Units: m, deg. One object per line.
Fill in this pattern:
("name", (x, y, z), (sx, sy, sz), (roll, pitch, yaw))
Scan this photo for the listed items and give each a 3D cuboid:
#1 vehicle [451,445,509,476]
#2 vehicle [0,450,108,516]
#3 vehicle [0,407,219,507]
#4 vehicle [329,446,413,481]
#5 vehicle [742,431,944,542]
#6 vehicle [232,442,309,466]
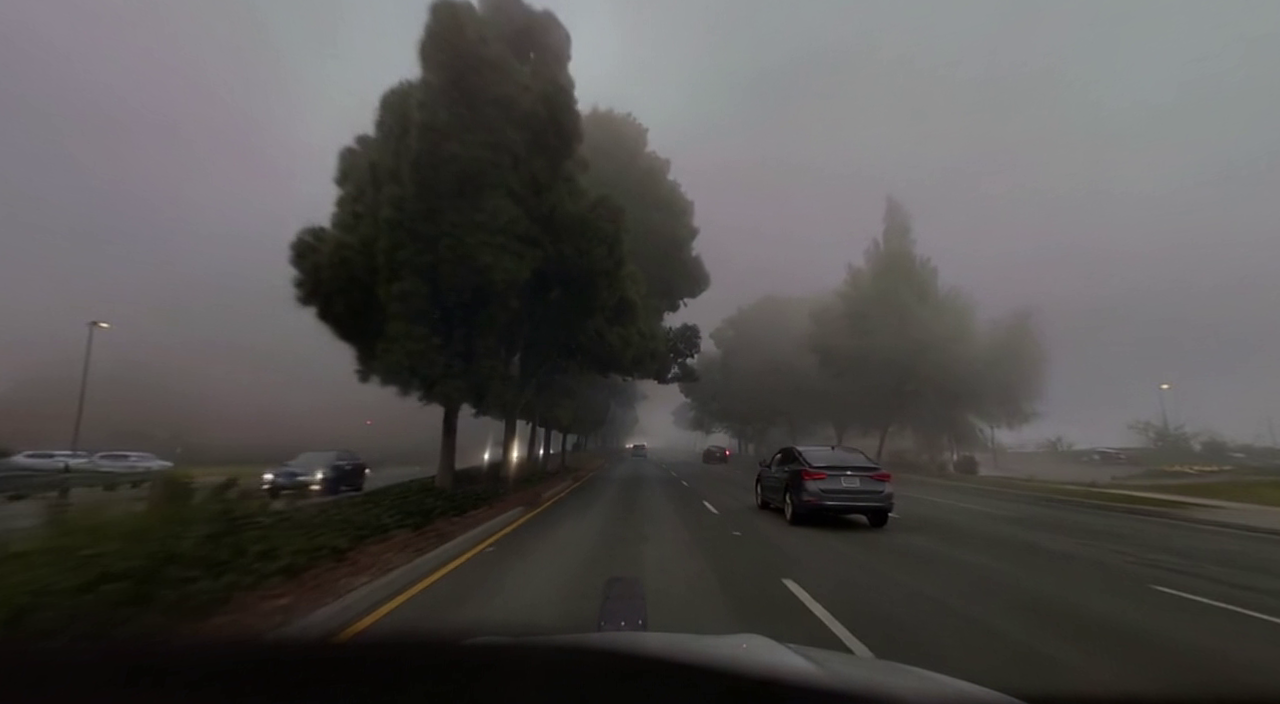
("vehicle", (-8.429, 5.734, 33.502), (1.926, 1.509, 4.303), (0, -9, 1))
("vehicle", (-15.383, 3.047, 14.657), (1.862, 1.460, 4.677), (0, -9, -1))
("vehicle", (-18.576, 2.981, 17.542), (2.964, 2.641, 15.868), (-2, -9, 0))
("vehicle", (-12.336, 5.121, 29.099), (1.878, 1.470, 4.477), (0, -9, 0))
("vehicle", (3.173, 2.187, 10.917), (1.935, 1.501, 4.384), (0, -9, -2))
("vehicle", (-28.939, 7.977, 49.238), (4.901, 1.520, 1.939), (-4, -7, -1))
